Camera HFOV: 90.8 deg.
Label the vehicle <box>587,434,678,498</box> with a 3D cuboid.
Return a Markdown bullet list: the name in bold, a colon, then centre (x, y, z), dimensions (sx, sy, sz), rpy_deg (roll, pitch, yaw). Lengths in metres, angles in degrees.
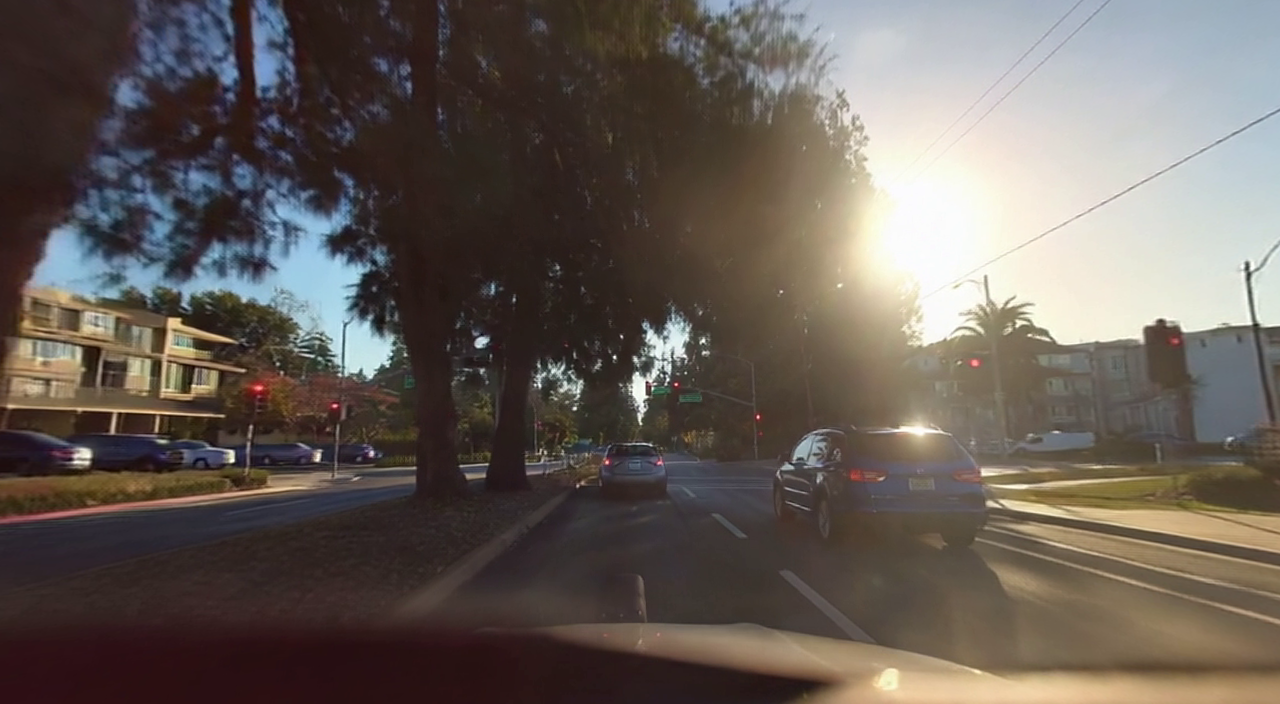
- **vehicle**: centre (-0.183, 3.095, 17.573), dimensions (2.177, 1.512, 4.682), rpy_deg (0, -9, 0)

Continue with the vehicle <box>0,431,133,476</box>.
- **vehicle**: centre (-28.722, 5.027, 31.420), dimensions (4.957, 2.108, 2.246), rpy_deg (5, -10, -29)

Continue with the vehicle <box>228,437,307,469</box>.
- **vehicle**: centre (-28.465, 7.728, 48.282), dimensions (4.943, 2.110, 2.217), rpy_deg (3, -11, -36)

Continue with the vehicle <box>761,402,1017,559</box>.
- **vehicle**: centre (3.257, 1.794, 9.439), dimensions (2.046, 1.768, 4.370), rpy_deg (0, -9, 0)
